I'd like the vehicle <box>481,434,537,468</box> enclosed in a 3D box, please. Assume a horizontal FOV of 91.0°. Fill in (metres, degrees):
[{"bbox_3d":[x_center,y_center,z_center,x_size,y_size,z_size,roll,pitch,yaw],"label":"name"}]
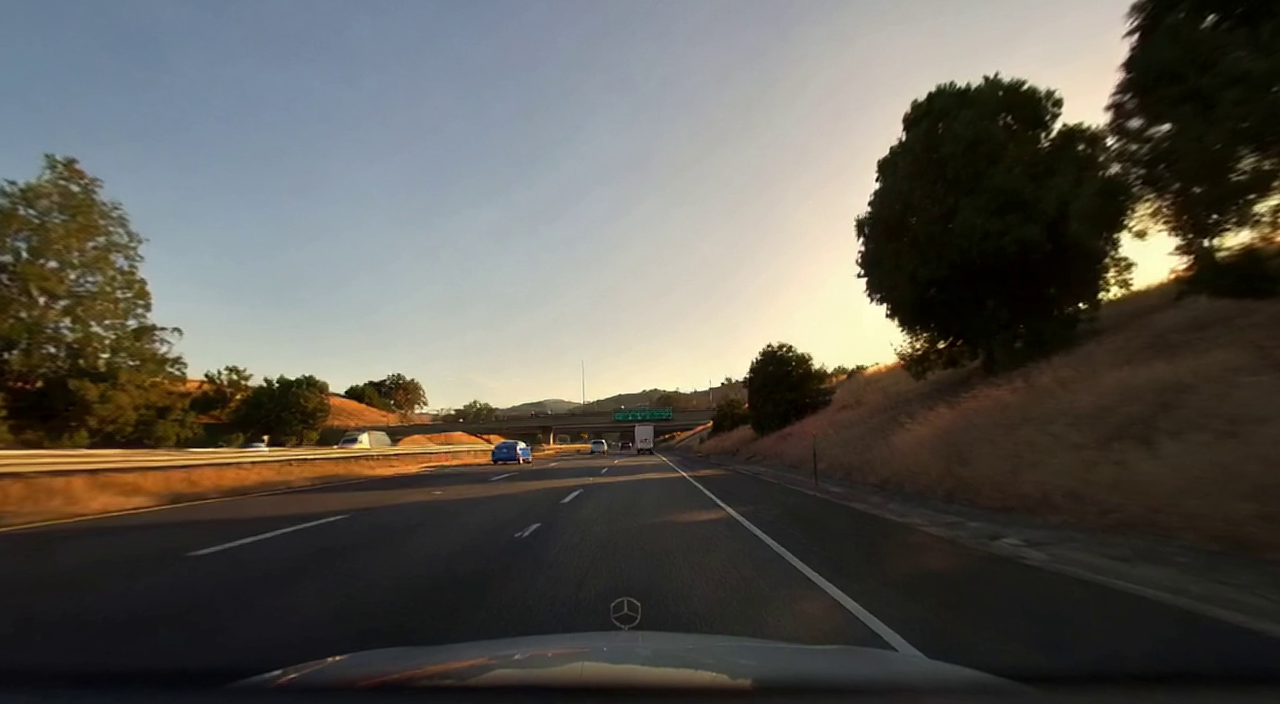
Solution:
[{"bbox_3d":[-7.121,5.414,34.712,2.070,1.738,4.733,0,-8,0],"label":"vehicle"}]
